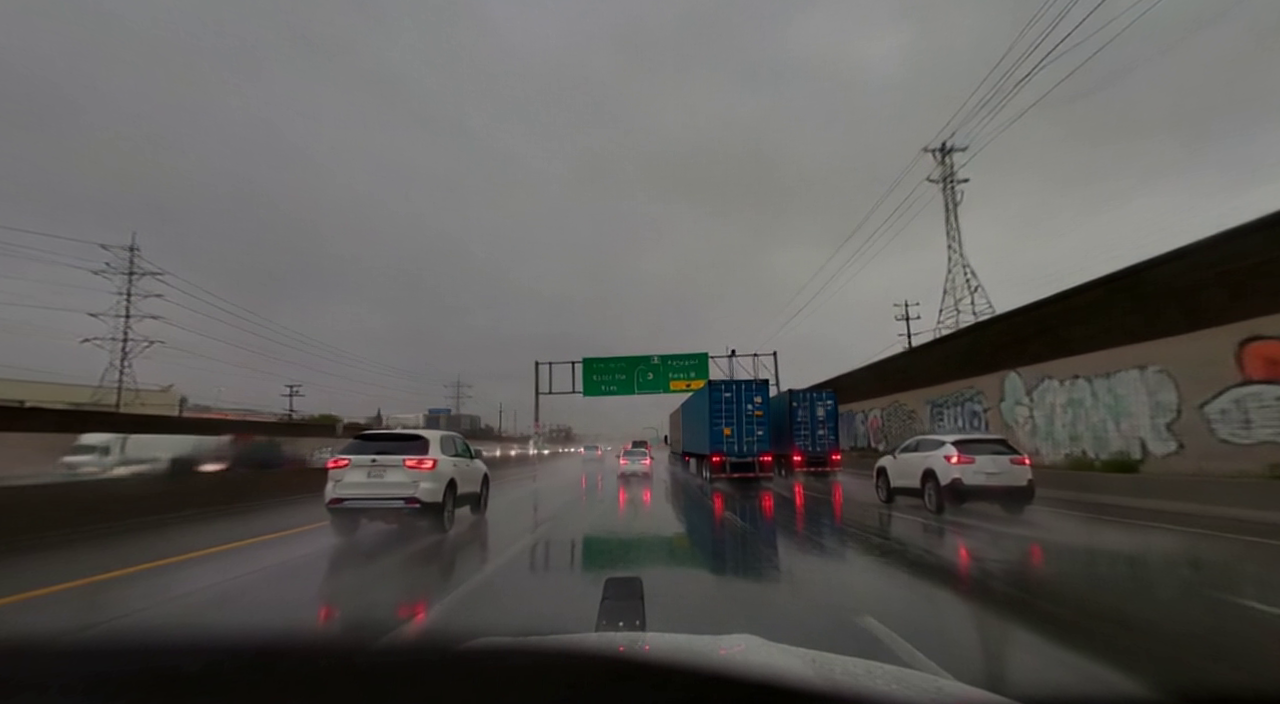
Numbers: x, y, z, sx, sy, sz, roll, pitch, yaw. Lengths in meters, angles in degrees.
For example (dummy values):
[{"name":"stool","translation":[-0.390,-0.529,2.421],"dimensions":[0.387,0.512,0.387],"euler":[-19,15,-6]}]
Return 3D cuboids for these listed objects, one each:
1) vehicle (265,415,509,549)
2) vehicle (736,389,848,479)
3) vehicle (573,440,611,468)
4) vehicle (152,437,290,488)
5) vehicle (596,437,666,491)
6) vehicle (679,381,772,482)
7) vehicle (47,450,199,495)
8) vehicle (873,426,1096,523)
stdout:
[{"name":"vehicle","translation":[-3.941,2.128,10.971],"dimensions":[2.264,1.804,4.584],"euler":[0,-9,1]},{"name":"vehicle","translation":[7.775,4.625,34.735],"dimensions":[2.868,4.017,12.827],"euler":[0,-9,0]},{"name":"vehicle","translation":[-3.378,7.268,45.098],"dimensions":[2.243,1.820,4.473],"euler":[0,-9,1]},{"name":"vehicle","translation":[-14.663,3.896,22.474],"dimensions":[1.937,1.610,4.382],"euler":[0,-9,-1]},{"name":"vehicle","translation":[-0.277,3.842,21.931],"dimensions":[2.191,1.685,4.015],"euler":[0,-9,0]},{"name":"vehicle","translation":[3.864,4.199,32.118],"dimensions":[2.800,4.039,13.179],"euler":[0,-9,0]},{"name":"vehicle","translation":[-18.903,4.391,23.428],"dimensions":[1.905,1.483,4.429],"euler":[0,-9,-1]},{"name":"vehicle","translation":[7.079,2.561,13.752],"dimensions":[2.202,1.731,4.628],"euler":[0,-9,0]}]
